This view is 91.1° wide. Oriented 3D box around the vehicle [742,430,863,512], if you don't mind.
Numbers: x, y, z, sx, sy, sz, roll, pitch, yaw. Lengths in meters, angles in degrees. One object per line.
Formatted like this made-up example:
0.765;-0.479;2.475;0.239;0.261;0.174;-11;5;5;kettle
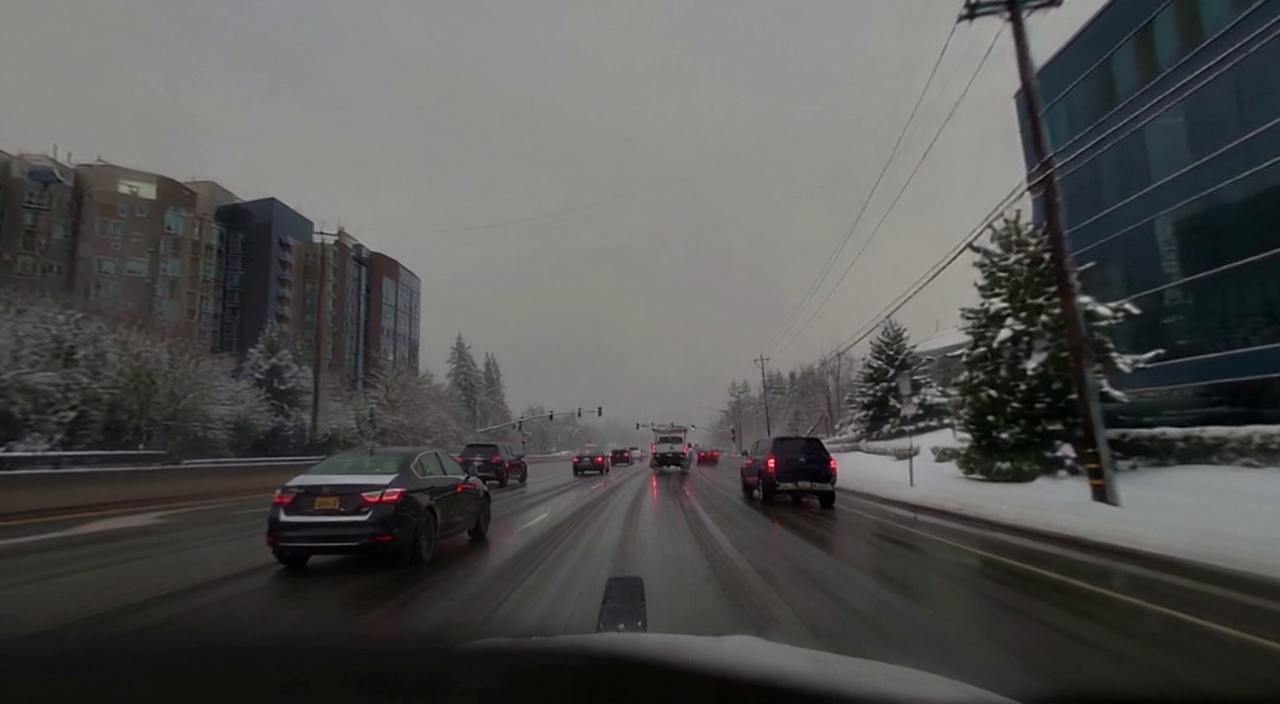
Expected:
4.237;3.188;17.263;2.283;1.923;4.427;0;-9;2;vehicle

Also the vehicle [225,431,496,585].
-3.465;1.974;8.725;1.934;1.643;3.718;0;-9;2;vehicle

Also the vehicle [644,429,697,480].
1.713;5.353;32.997;2.457;2.440;5.486;-1;-9;6;vehicle

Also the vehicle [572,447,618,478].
-2.463;6.135;35.166;1.984;1.567;4.311;0;-9;4;vehicle
